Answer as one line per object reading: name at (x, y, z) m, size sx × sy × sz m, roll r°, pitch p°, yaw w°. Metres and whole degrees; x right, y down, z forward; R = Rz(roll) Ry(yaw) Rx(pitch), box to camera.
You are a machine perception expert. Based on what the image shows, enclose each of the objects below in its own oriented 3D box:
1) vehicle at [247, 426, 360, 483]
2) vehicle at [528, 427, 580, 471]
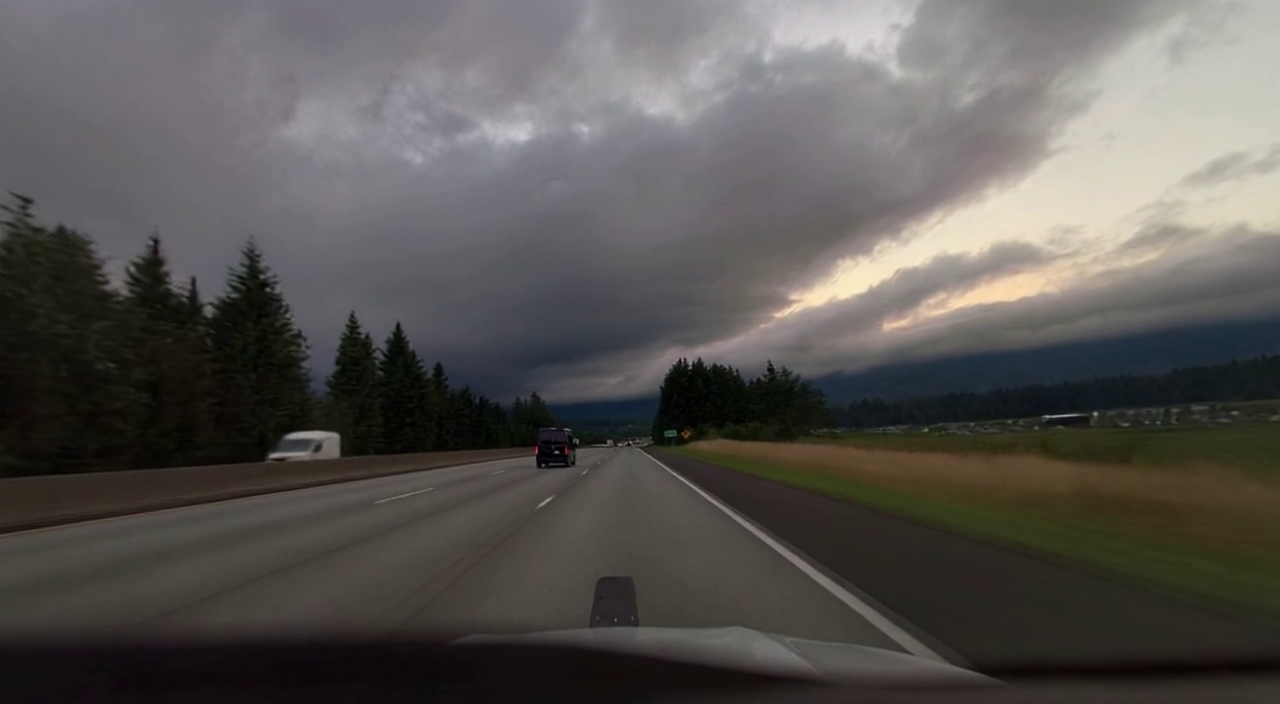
vehicle at (-17.763, 5.418, 33.714) m, size 2.603 × 2.676 × 6.179 m, roll -1°, pitch -8°, yaw 0°
vehicle at (-4.268, 4.882, 32.011) m, size 1.976 × 2.029 × 4.737 m, roll -1°, pitch -8°, yaw 0°
